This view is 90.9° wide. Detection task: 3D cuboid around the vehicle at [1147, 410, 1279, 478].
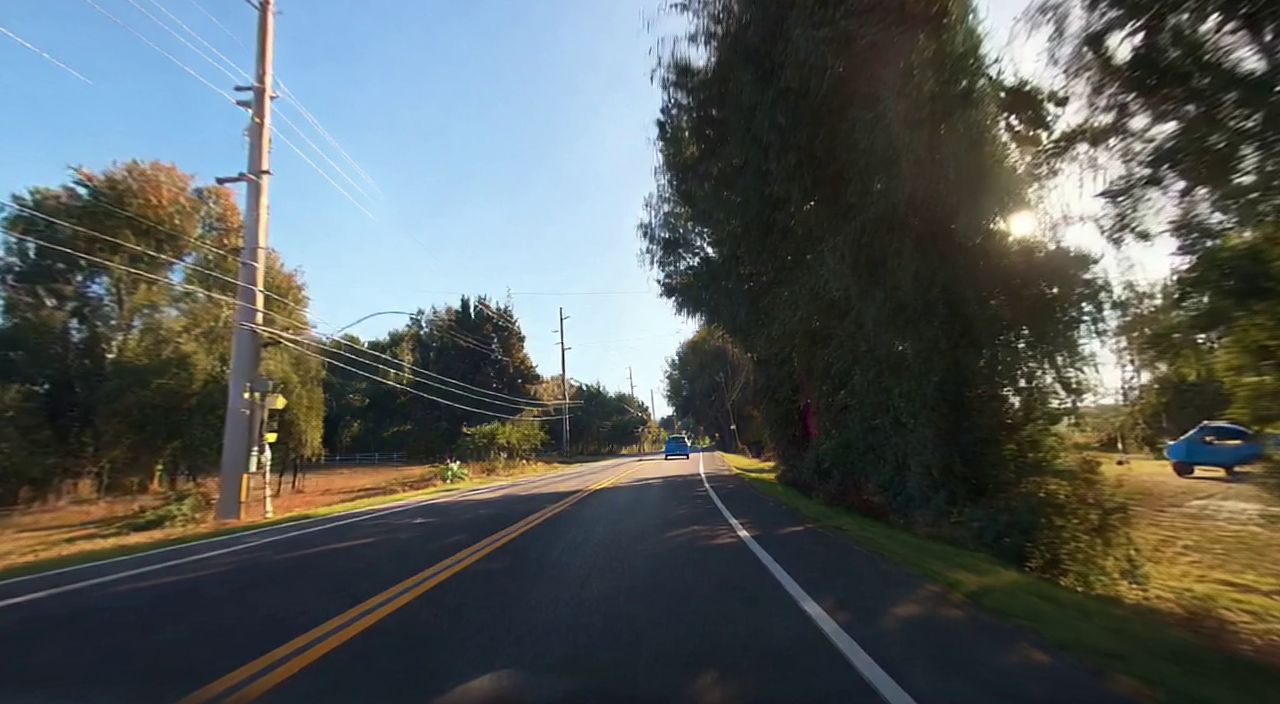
[{"bbox_3d":[23.828,3.674,25.229,5.320,2.489,2.736,2,-9,-15],"label":"vehicle"}]
